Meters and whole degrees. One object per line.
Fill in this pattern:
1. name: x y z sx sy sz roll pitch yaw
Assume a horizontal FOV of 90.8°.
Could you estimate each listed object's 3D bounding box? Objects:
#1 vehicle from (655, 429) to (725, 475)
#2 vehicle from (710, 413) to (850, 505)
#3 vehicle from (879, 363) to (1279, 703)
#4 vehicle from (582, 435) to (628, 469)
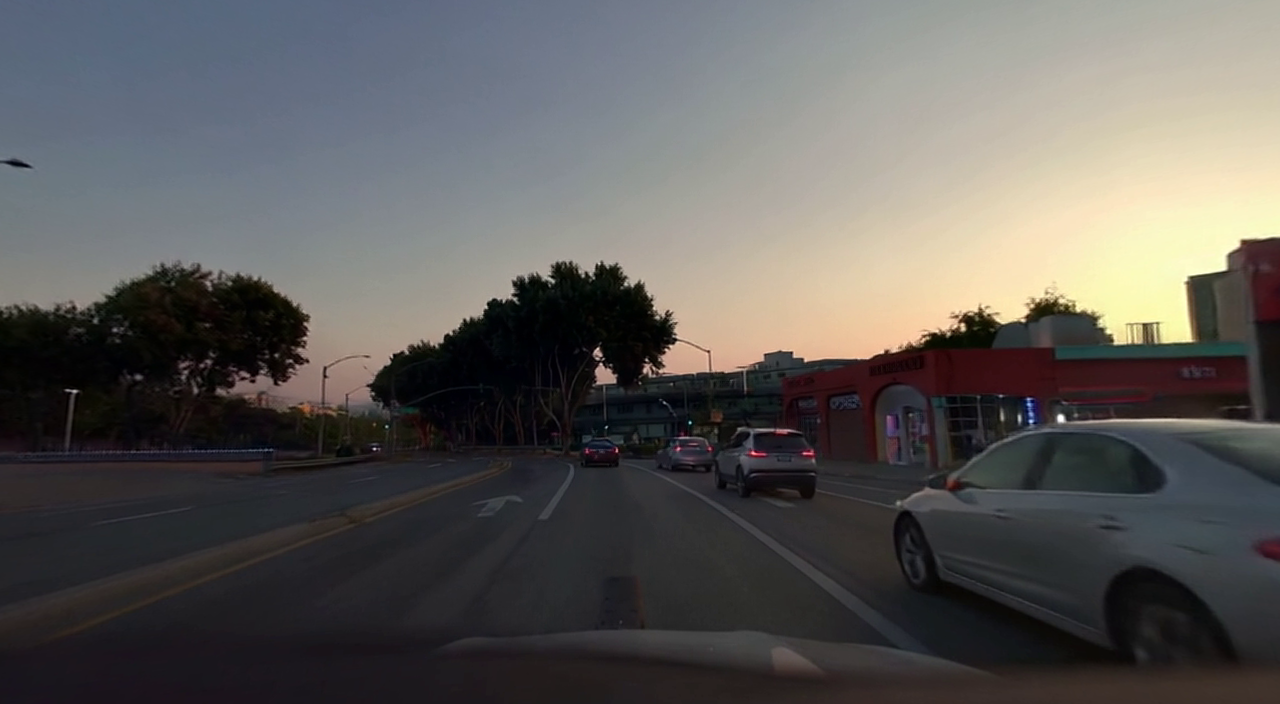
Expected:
1. vehicle: 1.986 4.172 26.726 2.216 1.750 4.520 0 -8 -5
2. vehicle: 2.986 2.413 14.568 2.046 1.768 4.370 0 -8 -3
3. vehicle: 3.277 1.054 3.866 1.966 1.596 3.980 0 -8 -1
4. vehicle: -1.795 4.910 31.150 2.068 1.512 3.987 1 -9 -6
